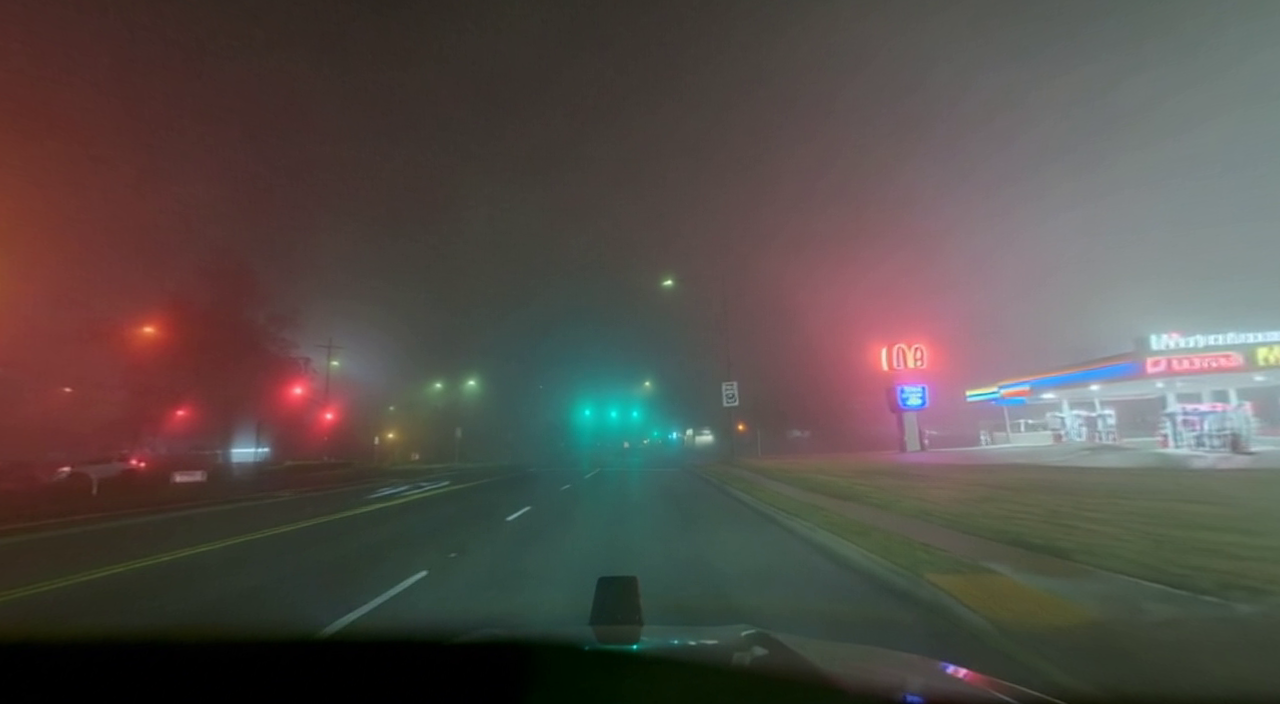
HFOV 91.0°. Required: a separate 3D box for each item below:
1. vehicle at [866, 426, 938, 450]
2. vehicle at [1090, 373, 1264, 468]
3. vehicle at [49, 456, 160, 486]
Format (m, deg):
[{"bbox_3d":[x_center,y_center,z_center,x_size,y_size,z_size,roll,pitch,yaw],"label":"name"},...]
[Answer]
[{"bbox_3d":[20.289,6.668,48.888,4.640,1.800,2.026,0,-8,-2],"label":"vehicle"},{"bbox_3d":[15.897,2.111,18.546,5.529,2.395,2.399,6,-10,-35],"label":"vehicle"},{"bbox_3d":[-29.140,6.460,34.444,4.420,1.445,1.954,6,-11,-37],"label":"vehicle"}]
